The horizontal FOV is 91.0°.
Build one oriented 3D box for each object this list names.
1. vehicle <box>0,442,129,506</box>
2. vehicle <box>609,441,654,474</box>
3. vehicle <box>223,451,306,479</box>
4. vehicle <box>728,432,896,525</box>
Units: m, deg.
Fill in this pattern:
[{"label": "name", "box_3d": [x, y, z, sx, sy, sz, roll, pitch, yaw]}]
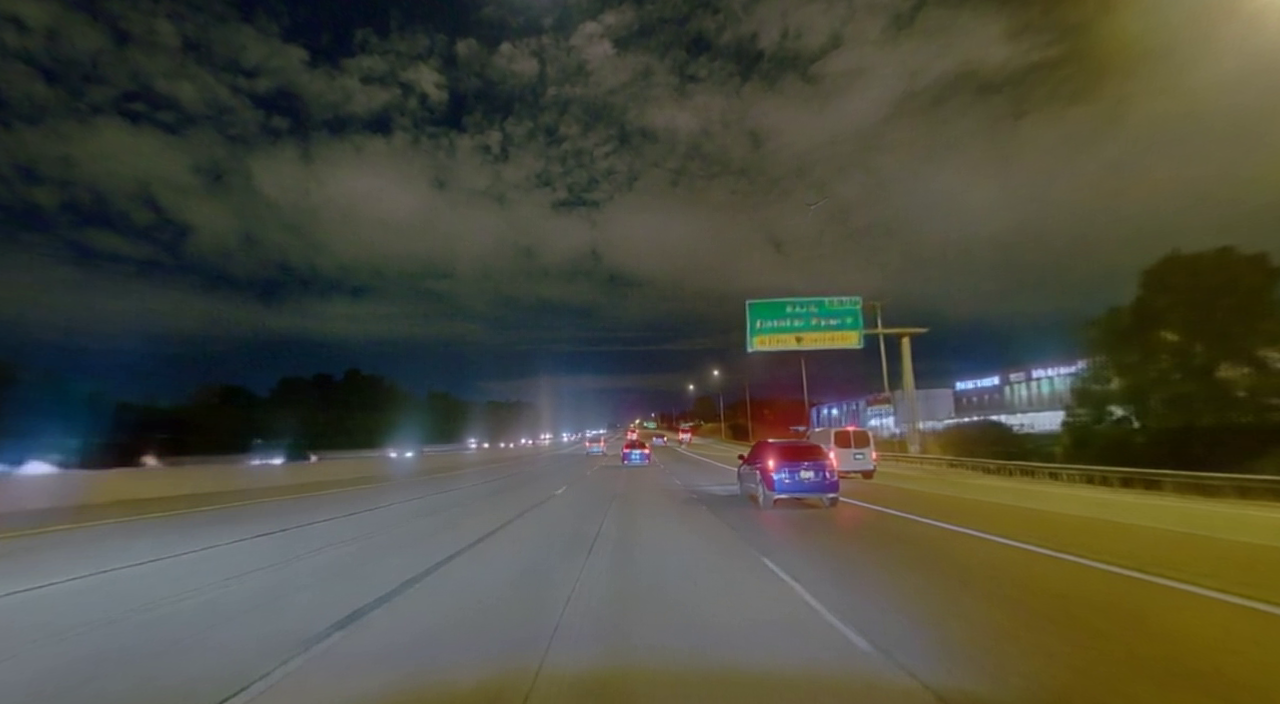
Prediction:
[{"label": "vehicle", "box_3d": [-16.722, 3.230, 17.028, 1.890, 1.564, 4.563, 0, -8, 1]}, {"label": "vehicle", "box_3d": [-0.459, 5.046, 30.285, 2.019, 1.472, 3.971, 0, -8, -2]}, {"label": "vehicle", "box_3d": [-22.035, 6.648, 37.222, 1.857, 1.497, 4.857, 0, -8, 1]}, {"label": "vehicle", "box_3d": [3.177, 2.436, 12.742, 1.995, 1.533, 4.463, 0, -8, -2]}]
